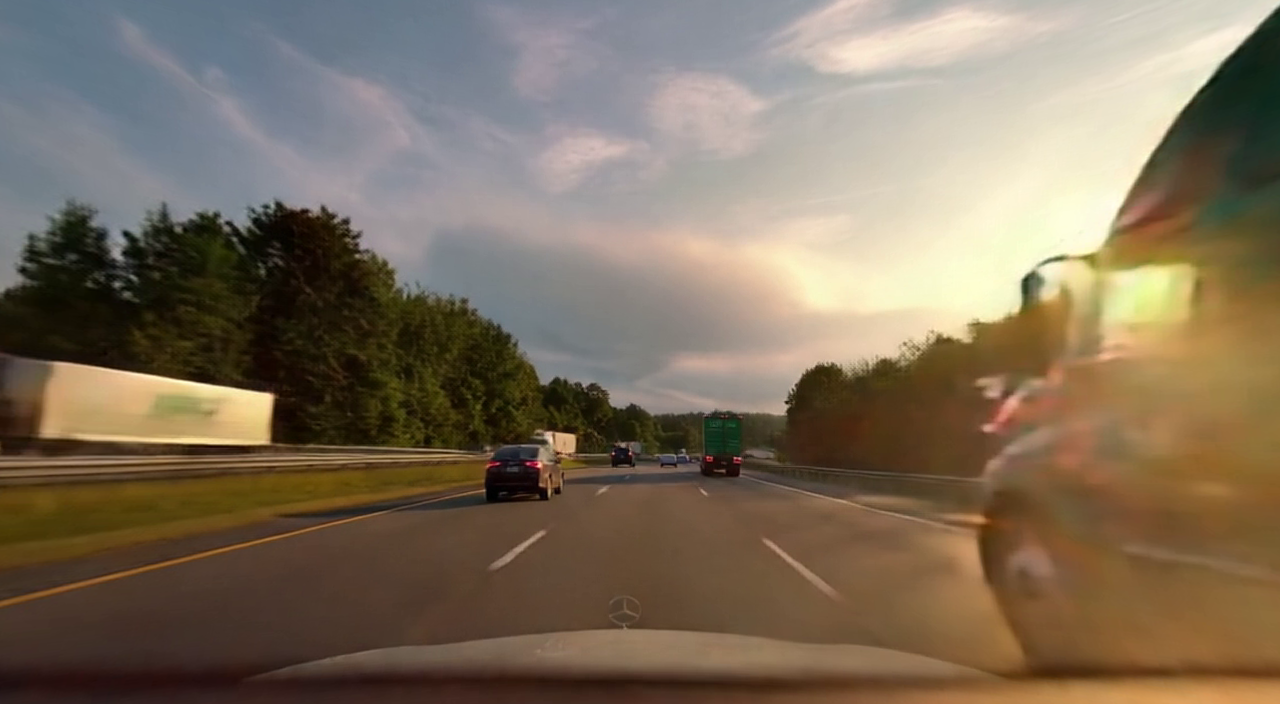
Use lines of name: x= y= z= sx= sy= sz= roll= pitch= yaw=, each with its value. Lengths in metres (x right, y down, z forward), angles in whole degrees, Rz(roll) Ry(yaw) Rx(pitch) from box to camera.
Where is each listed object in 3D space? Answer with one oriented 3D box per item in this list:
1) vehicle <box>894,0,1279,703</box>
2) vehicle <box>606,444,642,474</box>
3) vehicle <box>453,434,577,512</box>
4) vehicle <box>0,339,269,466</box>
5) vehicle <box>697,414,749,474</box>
vehicle: x=4.041 y=0.080 z=3.208 sx=2.949 sy=3.572 sz=5.765 roll=0 pitch=-9 yaw=0
vehicle: x=-1.111 y=7.967 z=47.052 sx=2.201 sy=2.038 sz=5.065 roll=-1 pitch=-9 yaw=4
vehicle: x=-3.038 y=3.079 z=16.447 sx=2.205 sy=1.728 sz=4.397 roll=0 pitch=-9 yaw=2
vehicle: x=-21.356 y=2.502 z=25.536 sx=3.039 sy=3.973 sz=14.729 roll=-1 pitch=-9 yaw=3
vehicle: x=6.263 y=7.348 z=49.734 sx=3.057 sy=3.993 sz=13.914 roll=-1 pitch=-9 yaw=4
